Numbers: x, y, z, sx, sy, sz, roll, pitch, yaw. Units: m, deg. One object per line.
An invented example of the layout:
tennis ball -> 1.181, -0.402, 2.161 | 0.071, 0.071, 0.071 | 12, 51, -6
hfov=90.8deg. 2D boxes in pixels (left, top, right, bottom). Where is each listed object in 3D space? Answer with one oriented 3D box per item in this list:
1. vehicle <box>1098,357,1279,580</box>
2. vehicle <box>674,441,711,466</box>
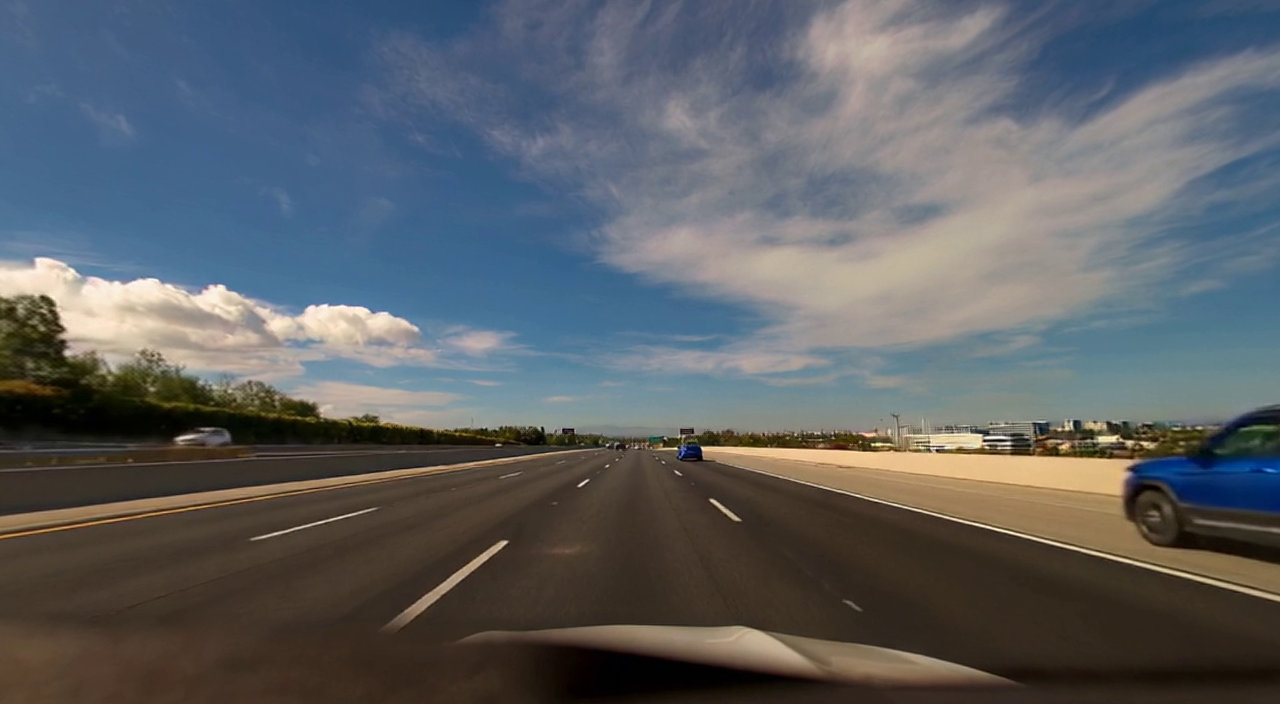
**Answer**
vehicle -> 6.693, 0.999, 5.369 | 2.065, 1.953, 4.605 | 0, -8, 0
vehicle -> 3.378, 6.555, 41.141 | 2.000, 1.533, 3.770 | 0, -8, -1
